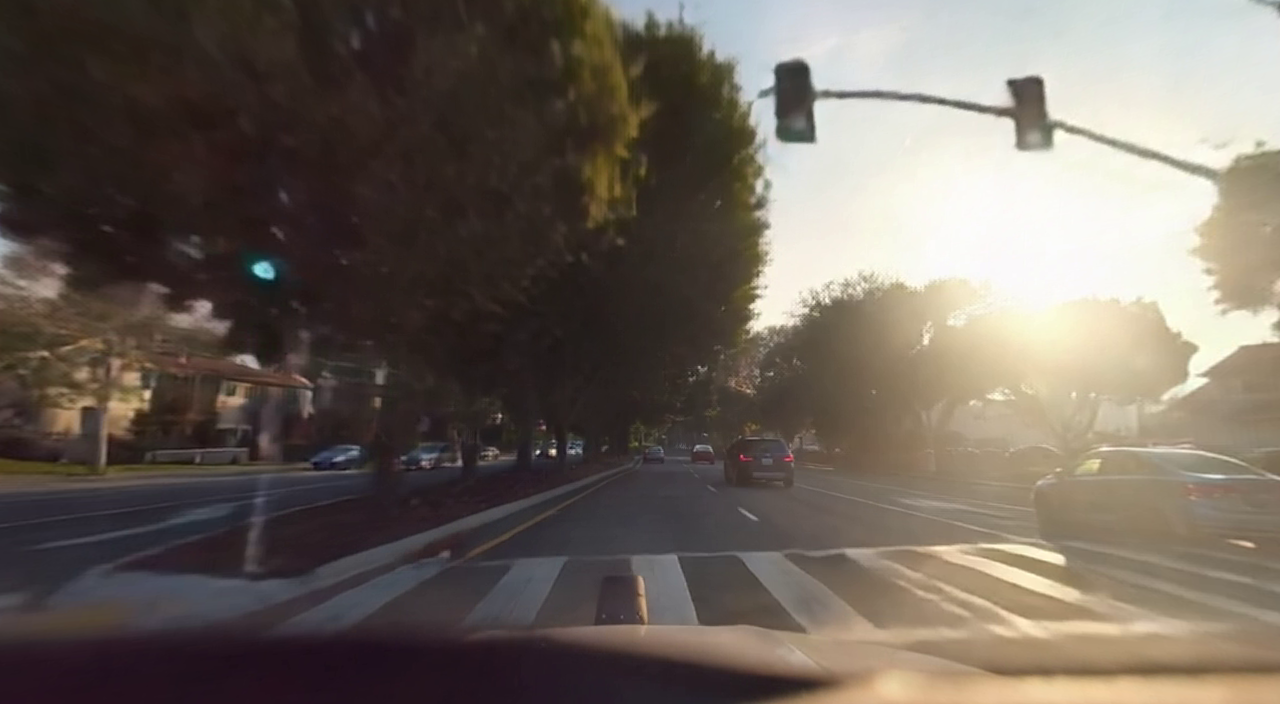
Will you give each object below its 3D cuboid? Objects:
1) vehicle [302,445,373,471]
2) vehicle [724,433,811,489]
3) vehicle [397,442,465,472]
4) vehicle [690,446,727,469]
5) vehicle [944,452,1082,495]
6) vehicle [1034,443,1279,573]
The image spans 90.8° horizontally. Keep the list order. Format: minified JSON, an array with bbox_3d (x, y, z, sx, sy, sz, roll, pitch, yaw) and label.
[{"bbox_3d":[-18.318,6.414,38.529,1.865,1.499,4.789,0,-8,2],"label":"vehicle"},{"bbox_3d":[4.530,3.955,23.269,2.209,1.813,4.724,0,-8,0],"label":"vehicle"},{"bbox_3d":[-11.377,5.735,34.735,2.046,1.485,4.591,0,-8,2],"label":"vehicle"},{"bbox_3d":[4.538,7.063,42.550,2.064,1.474,4.389,0,-8,1],"label":"vehicle"},{"bbox_3d":[14.699,4.771,25.322,2.040,1.472,4.846,2,-8,-10],"label":"vehicle"},{"bbox_3d":[8.257,2.127,9.489,1.949,1.492,4.103,0,-8,-1],"label":"vehicle"}]
